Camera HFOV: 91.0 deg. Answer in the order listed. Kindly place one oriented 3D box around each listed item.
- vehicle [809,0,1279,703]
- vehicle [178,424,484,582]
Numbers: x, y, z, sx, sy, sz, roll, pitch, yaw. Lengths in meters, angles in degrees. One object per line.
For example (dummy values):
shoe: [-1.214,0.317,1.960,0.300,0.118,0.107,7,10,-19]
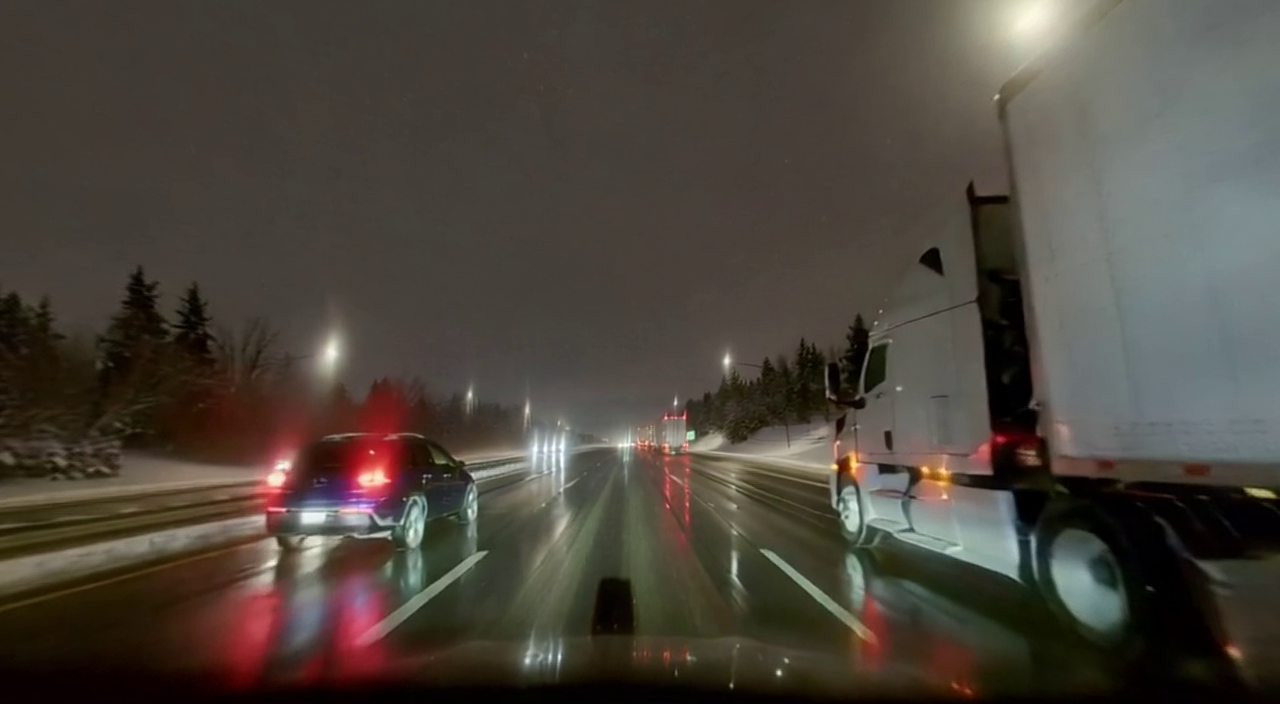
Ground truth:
vehicle: [4.108,0.212,6.204,3.025,3.886,5.884,0,-8,-1]
vehicle: [-3.548,1.774,8.296,1.990,1.520,4.100,0,-8,-1]
